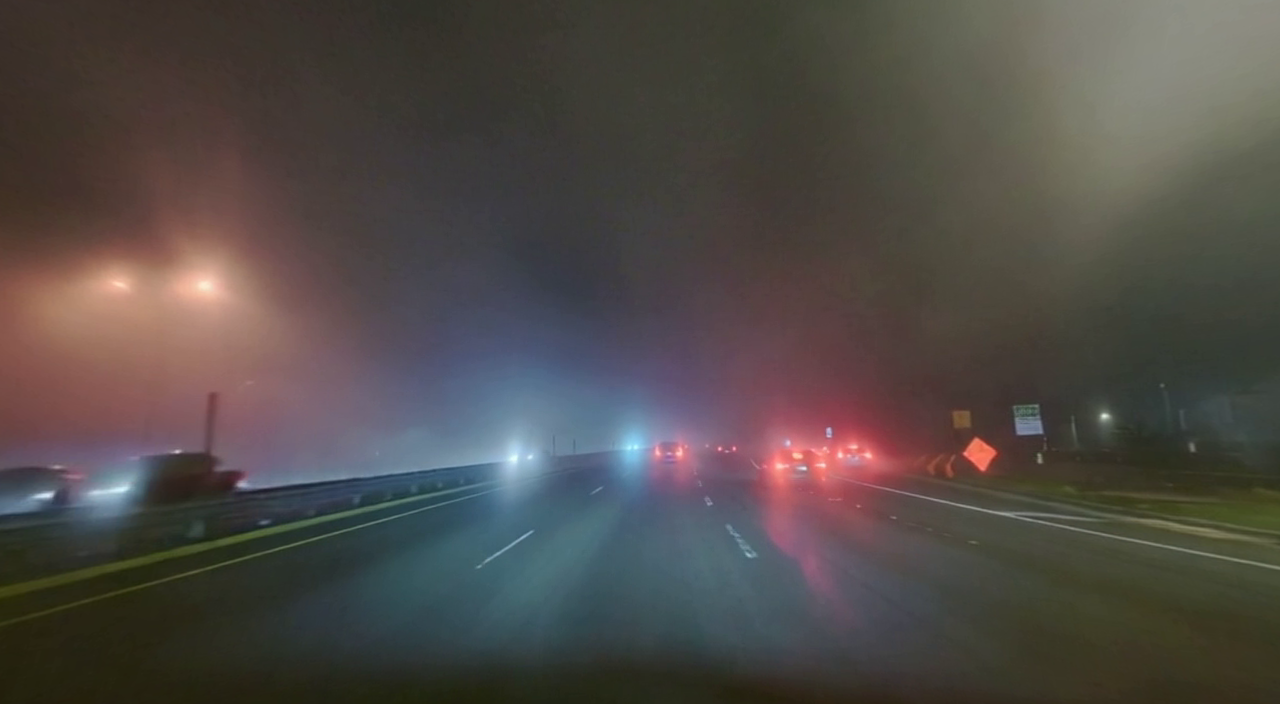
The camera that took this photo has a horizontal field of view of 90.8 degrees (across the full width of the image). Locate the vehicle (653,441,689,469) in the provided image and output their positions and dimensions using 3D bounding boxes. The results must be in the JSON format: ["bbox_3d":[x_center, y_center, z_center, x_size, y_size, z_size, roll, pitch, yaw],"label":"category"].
[{"bbox_3d":[1.989,6.662,41.141,2.201,1.676,4.541,-1,-9,2],"label":"vehicle"}]

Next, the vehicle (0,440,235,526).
[{"bbox_3d":[-11.982,2.957,14.848,1.957,1.688,4.315,0,-9,1],"label":"vehicle"}]

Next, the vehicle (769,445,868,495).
[{"bbox_3d":[5.720,3.816,20.827,2.044,1.474,4.083,0,-9,-1],"label":"vehicle"}]
